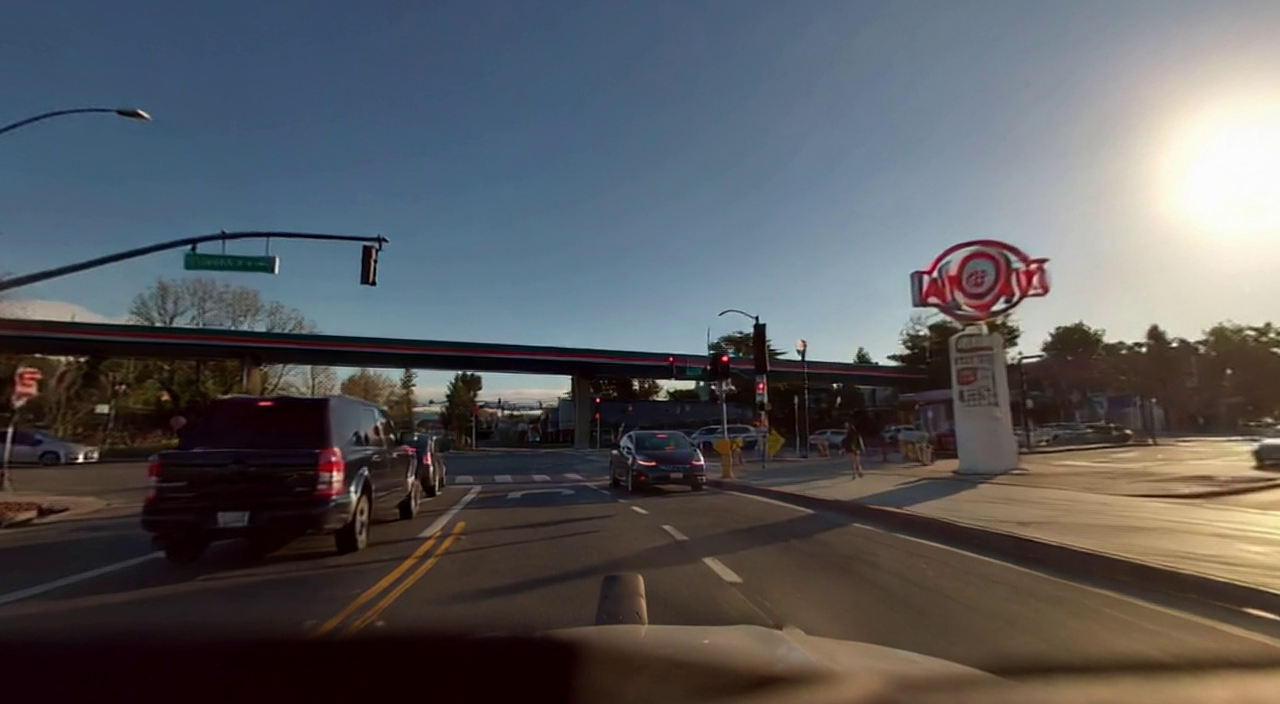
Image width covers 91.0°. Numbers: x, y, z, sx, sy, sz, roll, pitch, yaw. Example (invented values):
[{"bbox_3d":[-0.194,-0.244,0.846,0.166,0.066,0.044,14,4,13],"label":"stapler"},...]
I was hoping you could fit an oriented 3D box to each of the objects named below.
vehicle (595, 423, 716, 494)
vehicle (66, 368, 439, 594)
[{"bbox_3d":[0.287,3.139,18.864,2.202,1.822,4.826,3,-9,-16],"label":"vehicle"},{"bbox_3d":[-4.245,1.510,8.164,2.254,2.006,4.766,2,-9,-8],"label":"vehicle"}]
